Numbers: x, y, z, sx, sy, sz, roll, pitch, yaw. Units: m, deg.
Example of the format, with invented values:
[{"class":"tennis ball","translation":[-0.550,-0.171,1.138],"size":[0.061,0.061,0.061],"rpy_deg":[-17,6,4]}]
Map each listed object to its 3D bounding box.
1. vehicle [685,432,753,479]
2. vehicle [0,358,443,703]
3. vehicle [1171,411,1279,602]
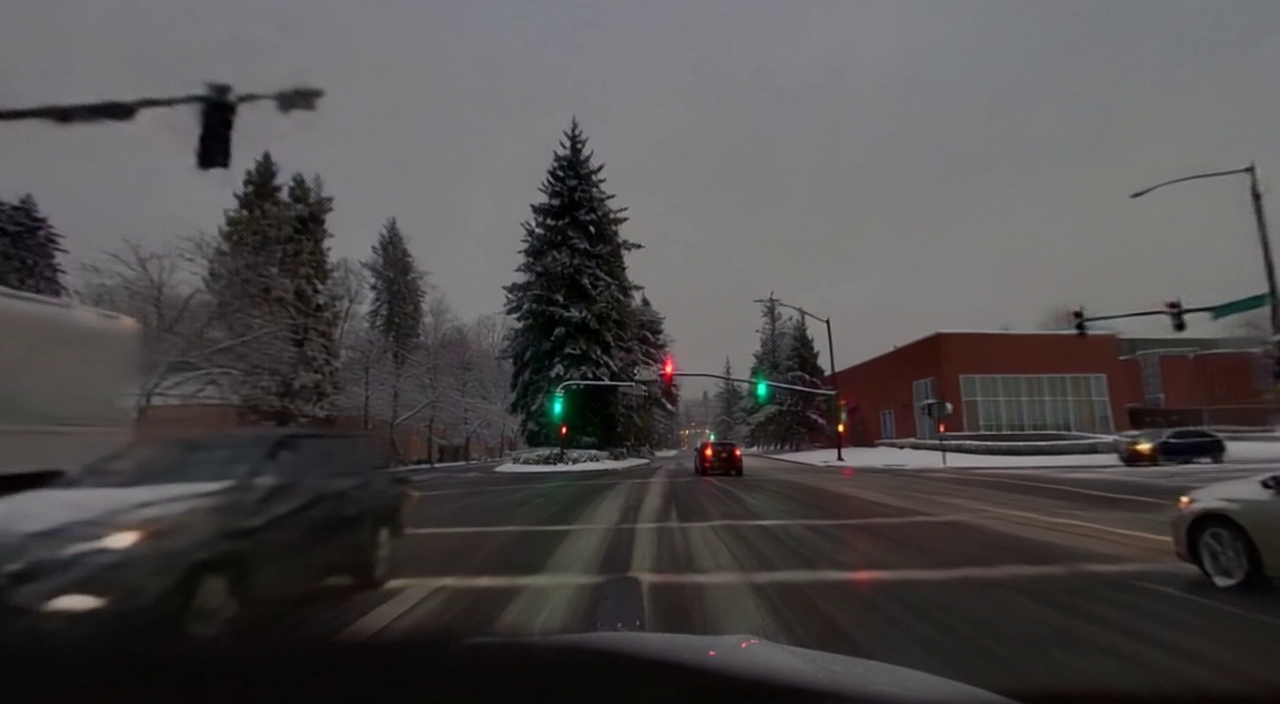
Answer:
[{"class":"vehicle","translation":[3.217,4.334,26.718],"size":[2.095,1.759,4.862],"rpy_deg":[0,-9,-2]},{"class":"vehicle","translation":[-3.511,1.192,4.675],"size":[2.012,1.653,6.295],"rpy_deg":[0,-9,1]},{"class":"vehicle","translation":[6.472,1.146,4.275],"size":[2.000,1.618,4.238],"rpy_deg":[0,-9,-1]}]
